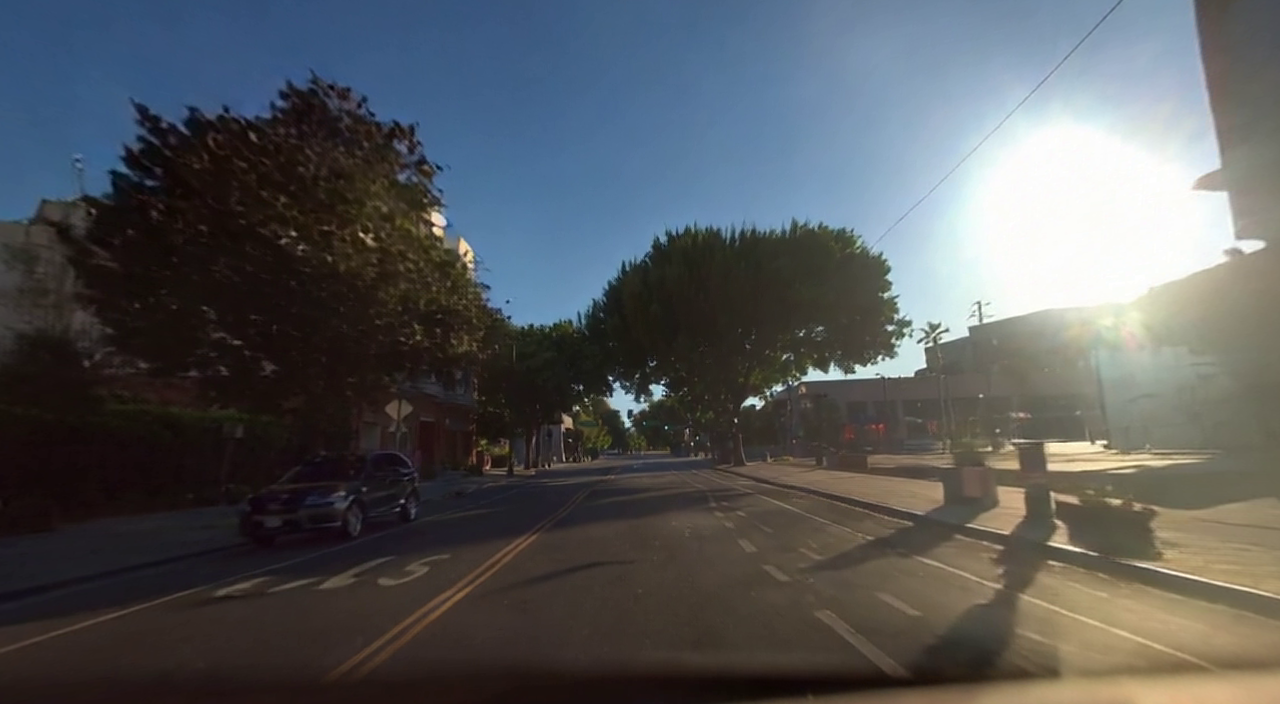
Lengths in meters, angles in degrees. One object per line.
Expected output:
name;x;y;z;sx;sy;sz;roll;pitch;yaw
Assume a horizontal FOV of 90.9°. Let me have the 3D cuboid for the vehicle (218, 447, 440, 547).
vehicle;-6.207;2.899;13.464;2.147;1.701;4.879;0;-8;1
